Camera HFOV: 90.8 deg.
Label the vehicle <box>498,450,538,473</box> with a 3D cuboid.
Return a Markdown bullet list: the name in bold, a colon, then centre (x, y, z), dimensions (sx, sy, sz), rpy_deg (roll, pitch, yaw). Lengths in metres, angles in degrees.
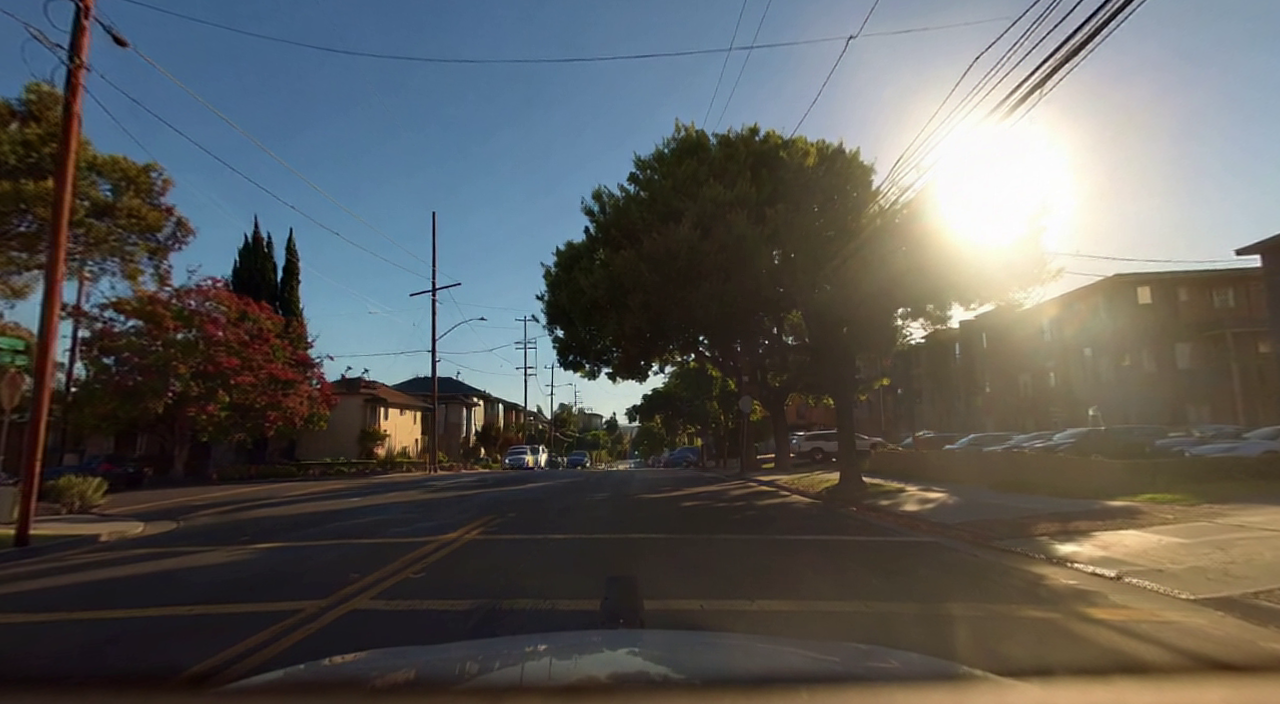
- **vehicle**: centre (-8.560, 7.682, 44.542), dimensions (2.066, 1.472, 4.353), rpy_deg (0, -8, -2)

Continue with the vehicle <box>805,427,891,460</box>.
- **vehicle**: centre (11.217, 4.928, 33.939), dimensions (4.509, 1.664, 1.981), rpy_deg (6, -10, -34)

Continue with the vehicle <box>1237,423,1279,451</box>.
- **vehicle**: centre (33.073, 4.418, 32.713), dimensions (3.433, 1.389, 1.683), rpy_deg (3, -9, -22)

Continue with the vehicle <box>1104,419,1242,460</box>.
- **vehicle**: centre (22.389, 3.717, 26.659), dimensions (4.002, 1.505, 2.061), rpy_deg (-1, -10, -5)

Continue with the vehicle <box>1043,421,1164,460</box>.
- **vehicle**: centre (22.099, 4.175, 30.352), dimensions (4.320, 1.673, 1.957), rpy_deg (-2, -5, 24)

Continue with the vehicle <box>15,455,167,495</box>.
- **vehicle**: centre (-22.309, 4.991, 25.802), dimensions (4.424, 1.486, 1.814), rpy_deg (0, -8, -2)

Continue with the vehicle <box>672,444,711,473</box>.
- **vehicle**: centre (3.236, 6.802, 40.526), dimensions (1.993, 1.755, 4.256), rpy_deg (0, -8, -2)
